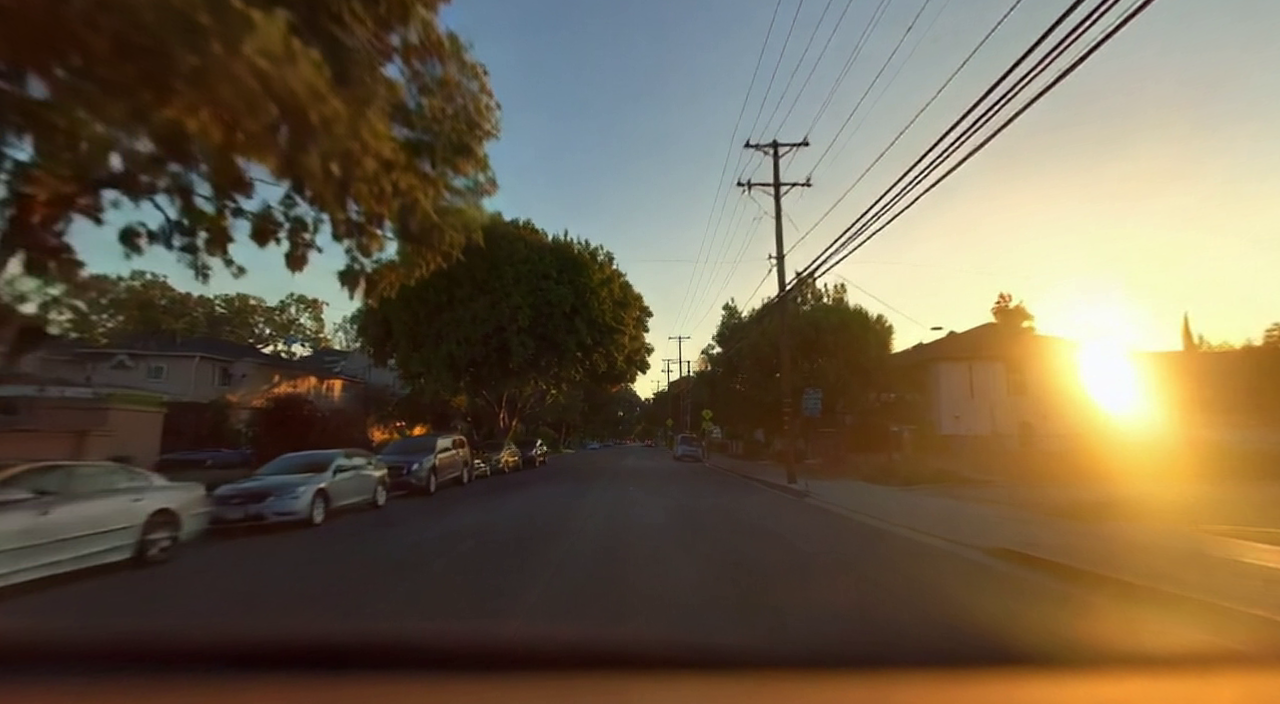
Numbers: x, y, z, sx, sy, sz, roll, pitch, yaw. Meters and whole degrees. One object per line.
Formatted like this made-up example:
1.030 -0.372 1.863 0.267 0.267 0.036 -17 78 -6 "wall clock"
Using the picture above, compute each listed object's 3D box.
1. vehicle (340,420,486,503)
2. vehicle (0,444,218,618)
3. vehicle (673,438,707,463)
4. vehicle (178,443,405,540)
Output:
-6.328 3.132 18.500 2.222 2.022 5.547 0 -8 0 "vehicle"
-6.327 1.570 5.719 1.816 1.460 4.542 0 -8 0 "vehicle"
3.647 7.258 46.505 2.138 1.766 5.129 0 -8 0 "vehicle"
-6.227 2.480 12.012 1.890 1.453 4.430 0 -8 -2 "vehicle"
